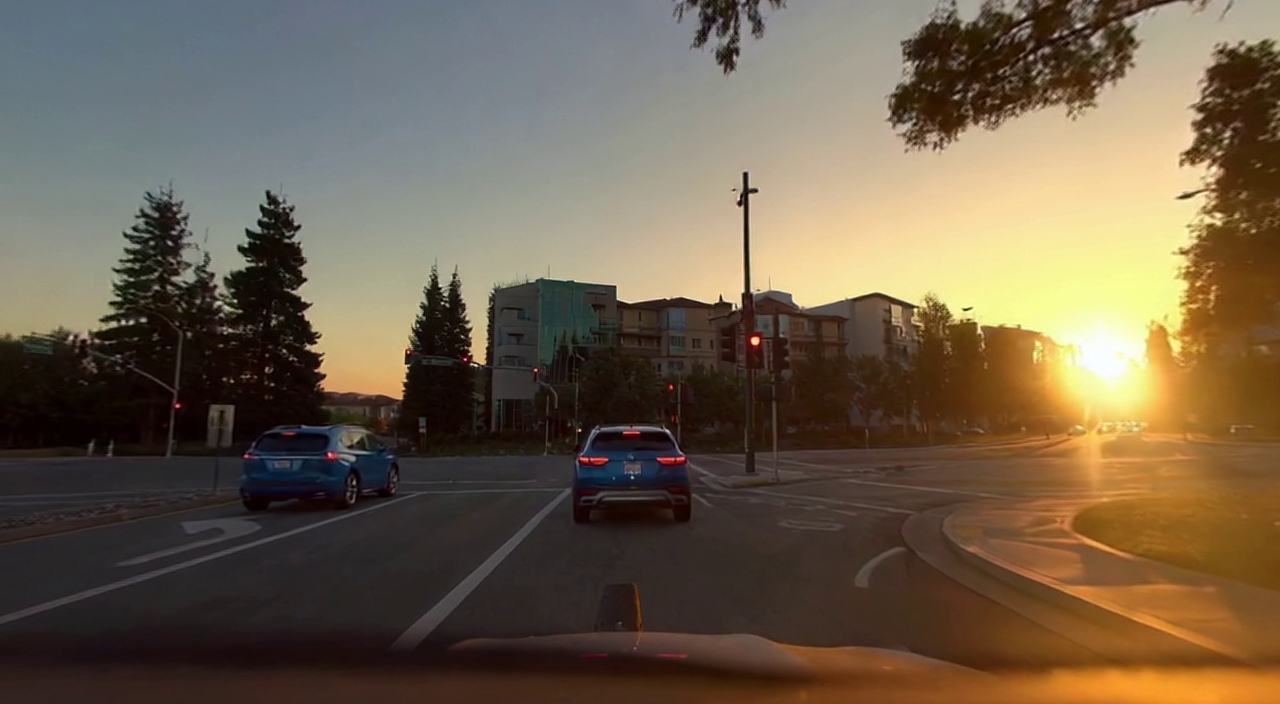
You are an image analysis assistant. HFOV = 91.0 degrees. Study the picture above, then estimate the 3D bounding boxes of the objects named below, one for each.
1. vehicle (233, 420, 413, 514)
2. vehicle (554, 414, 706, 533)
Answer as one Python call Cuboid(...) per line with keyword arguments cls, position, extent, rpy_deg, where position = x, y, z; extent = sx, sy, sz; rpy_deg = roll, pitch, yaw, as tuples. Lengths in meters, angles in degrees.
Cuboid(cls="vehicle", position=(-6.556, 2.413, 13.652), extent=(2.020, 1.695, 4.187), rpy_deg=(1, -9, -5))
Cuboid(cls="vehicle", position=(-0.290, 2.043, 11.099), extent=(2.154, 1.670, 4.140), rpy_deg=(1, -9, -4))
